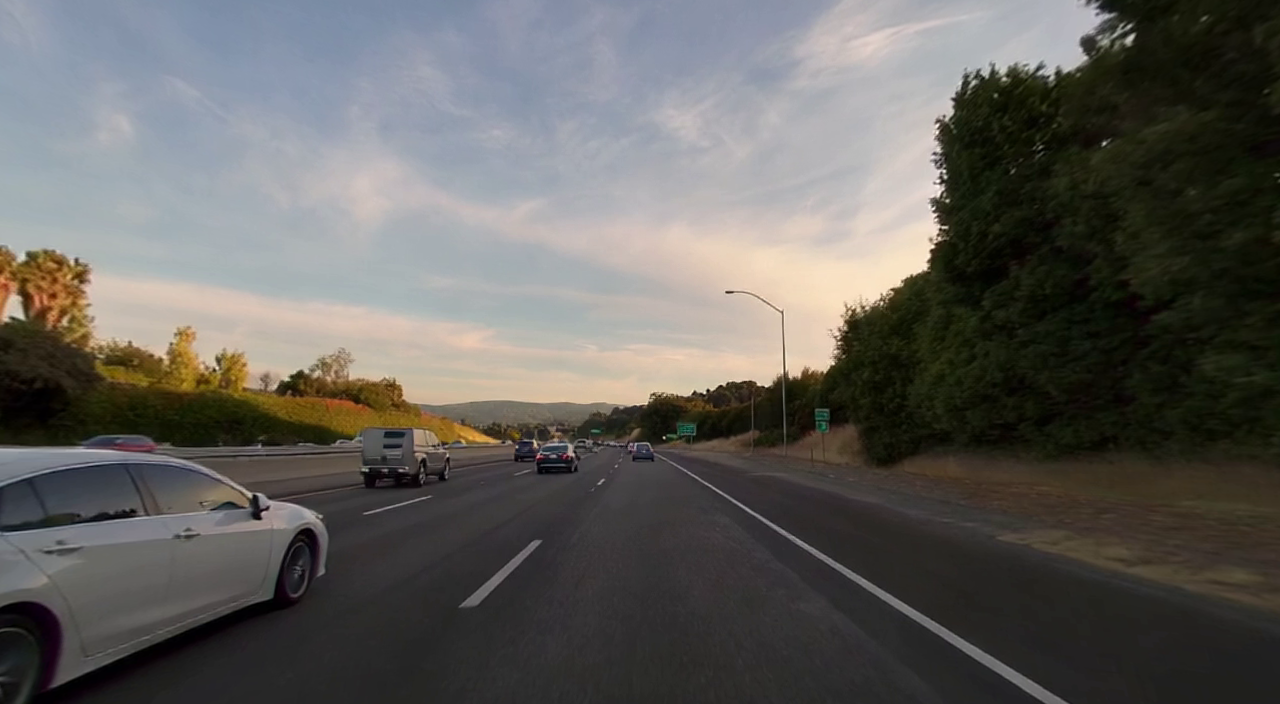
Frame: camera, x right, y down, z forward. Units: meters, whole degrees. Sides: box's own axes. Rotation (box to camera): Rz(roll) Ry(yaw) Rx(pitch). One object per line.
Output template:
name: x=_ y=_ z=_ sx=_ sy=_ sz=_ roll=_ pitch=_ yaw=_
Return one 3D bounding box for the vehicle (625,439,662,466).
vehicle: x=0.163 y=5.854 z=36.912 sx=2.018 sy=1.508 sz=4.087 roll=0 pitch=-8 yaw=-1

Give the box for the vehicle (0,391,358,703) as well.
vehicle: x=-3.591 y=1.054 z=3.442 sx=2.025 sy=1.506 sz=4.429 roll=0 pitch=-8 yaw=0

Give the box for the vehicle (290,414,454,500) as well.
vehicle: x=-7.032 y=2.843 z=17.432 sx=2.171 sy=1.982 sz=5.246 roll=0 pitch=-8 yaw=1

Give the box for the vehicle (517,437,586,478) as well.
vehicle: x=-3.443 y=4.220 z=25.490 sx=2.068 sy=1.501 sz=4.395 roll=0 pitch=-8 yaw=1
